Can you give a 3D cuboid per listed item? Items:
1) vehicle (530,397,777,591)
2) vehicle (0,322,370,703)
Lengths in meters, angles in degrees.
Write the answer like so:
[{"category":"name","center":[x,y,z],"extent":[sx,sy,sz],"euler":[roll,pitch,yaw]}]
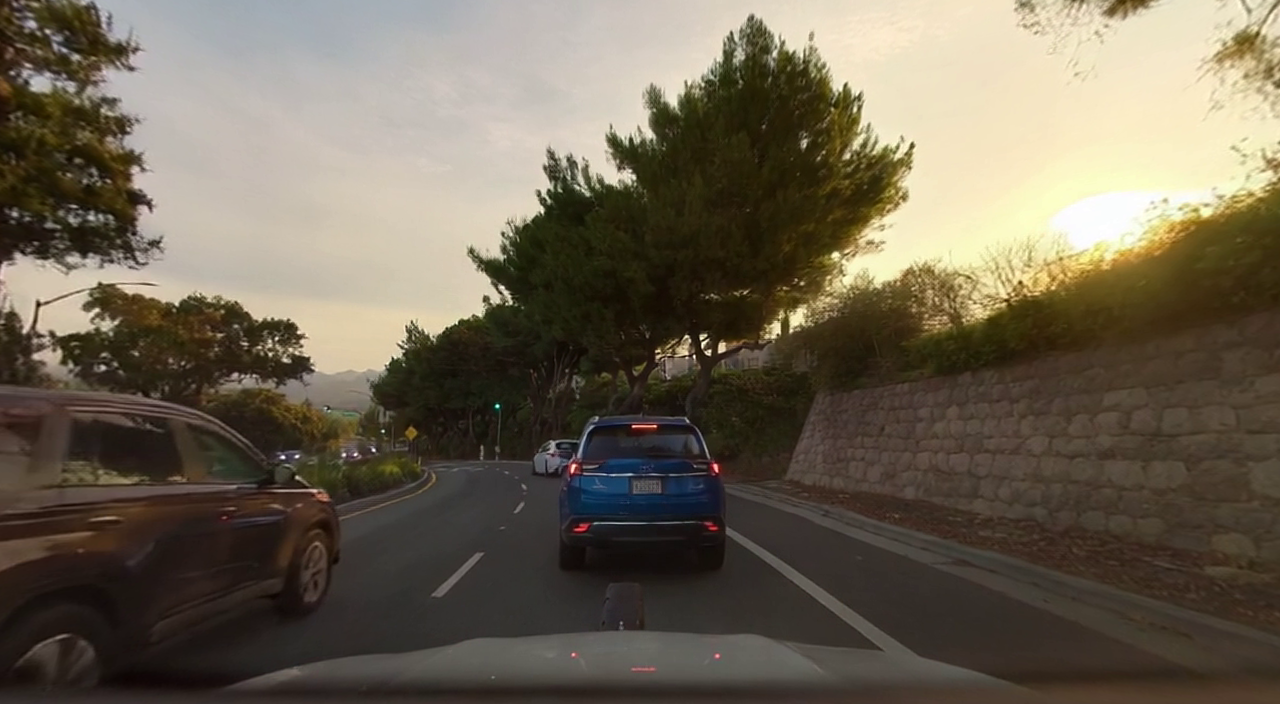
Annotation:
[{"category":"vehicle","center":[-0.048,1.618,8.051],"extent":[2.287,1.762,4.269],"euler":[1,-8,-5]},{"category":"vehicle","center":[-3.437,0.961,3.505],"extent":[2.205,1.716,4.448],"euler":[1,-8,-5]}]
